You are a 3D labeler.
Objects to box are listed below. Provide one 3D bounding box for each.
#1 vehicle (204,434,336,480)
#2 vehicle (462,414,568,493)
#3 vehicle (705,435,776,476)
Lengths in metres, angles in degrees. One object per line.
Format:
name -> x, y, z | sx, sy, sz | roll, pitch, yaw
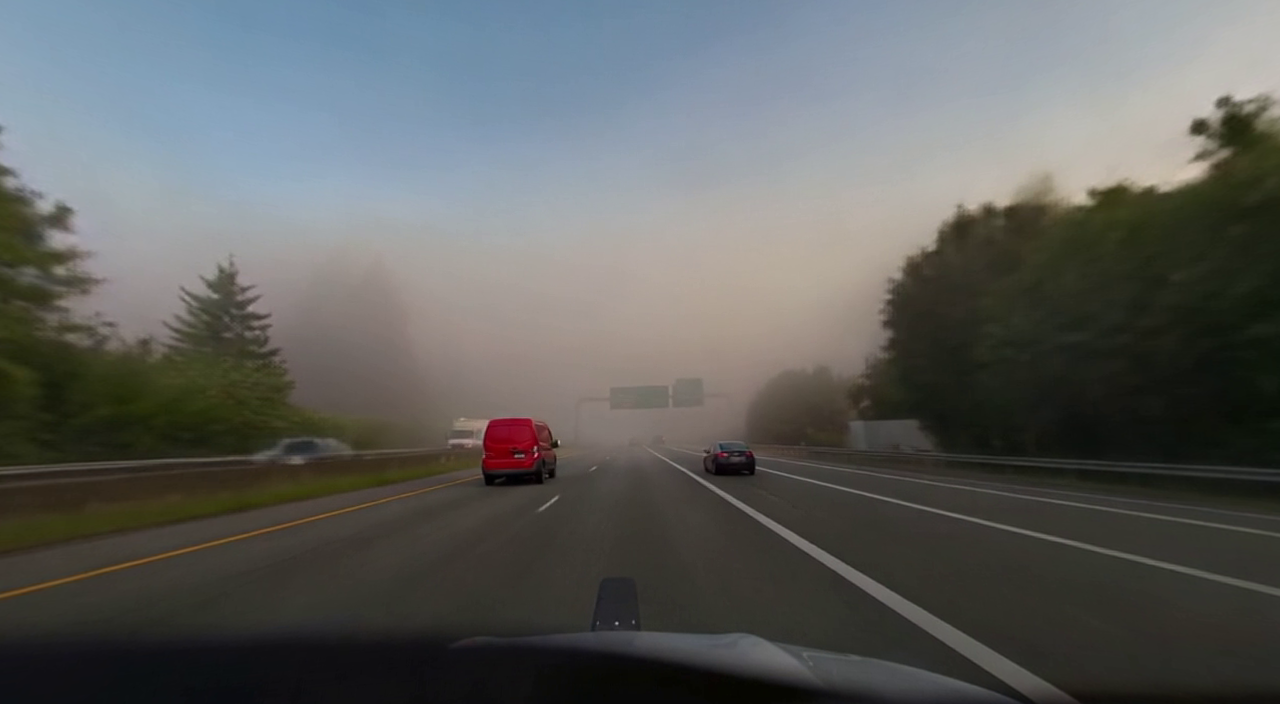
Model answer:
vehicle -> -12.942, 3.657, 22.453 | 2.038, 1.459, 4.428 | 0, -8, -1
vehicle -> -3.533, 2.971, 18.941 | 2.275, 2.053, 5.082 | 0, -8, -2
vehicle -> 3.818, 3.968, 24.525 | 2.020, 1.464, 3.803 | 0, -8, -2
